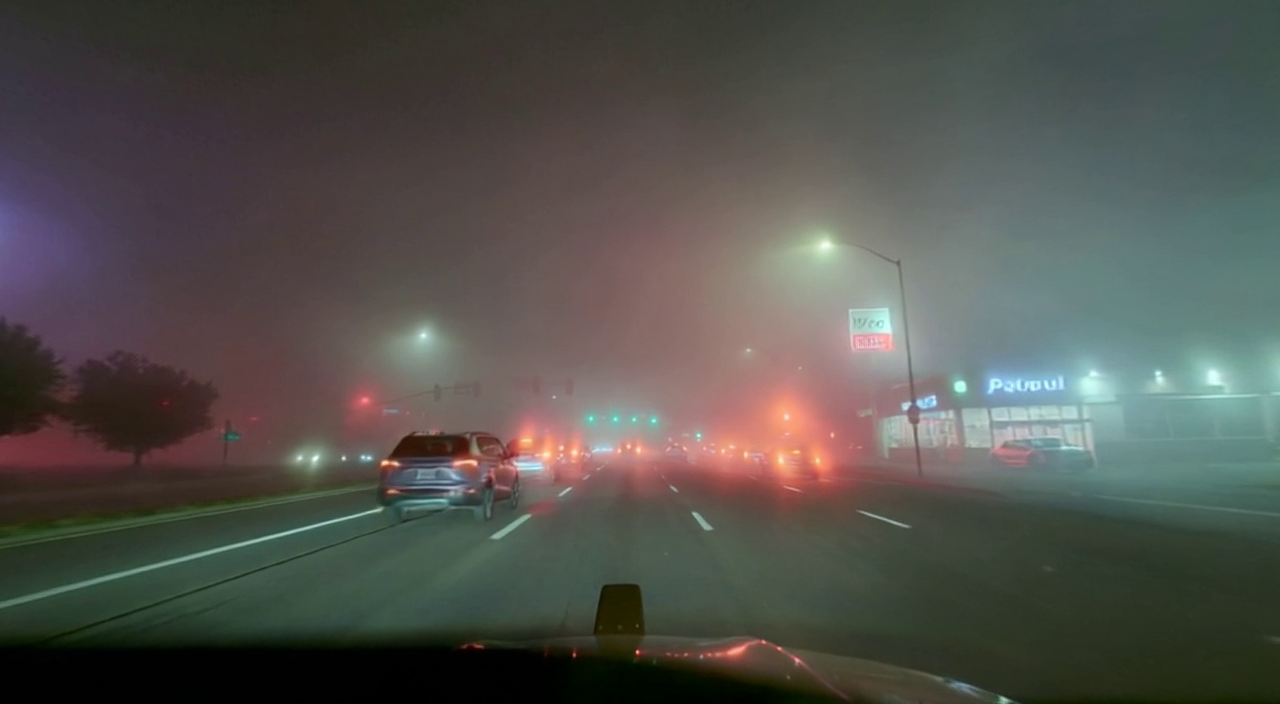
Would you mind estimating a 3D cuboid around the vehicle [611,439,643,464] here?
[{"bbox_3d":[-0.969,7.384,47.182,2.261,1.741,4.255,0,-8,-1],"label":"vehicle"}]

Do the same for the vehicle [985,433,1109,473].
[{"bbox_3d":[16.352,4.088,25.724,1.819,1.457,4.680,0,-8,-2],"label":"vehicle"}]

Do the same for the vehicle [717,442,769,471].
[{"bbox_3d":[5.709,5.848,35.638,1.969,1.502,4.663,0,-8,-2],"label":"vehicle"}]

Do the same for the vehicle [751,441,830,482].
[{"bbox_3d":[5.893,4.325,25.304,2.017,1.453,4.497,0,-8,0],"label":"vehicle"}]

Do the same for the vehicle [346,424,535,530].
[{"bbox_3d":[-3.495,2.276,12.132,2.143,1.643,4.336,0,-8,1],"label":"vehicle"}]
